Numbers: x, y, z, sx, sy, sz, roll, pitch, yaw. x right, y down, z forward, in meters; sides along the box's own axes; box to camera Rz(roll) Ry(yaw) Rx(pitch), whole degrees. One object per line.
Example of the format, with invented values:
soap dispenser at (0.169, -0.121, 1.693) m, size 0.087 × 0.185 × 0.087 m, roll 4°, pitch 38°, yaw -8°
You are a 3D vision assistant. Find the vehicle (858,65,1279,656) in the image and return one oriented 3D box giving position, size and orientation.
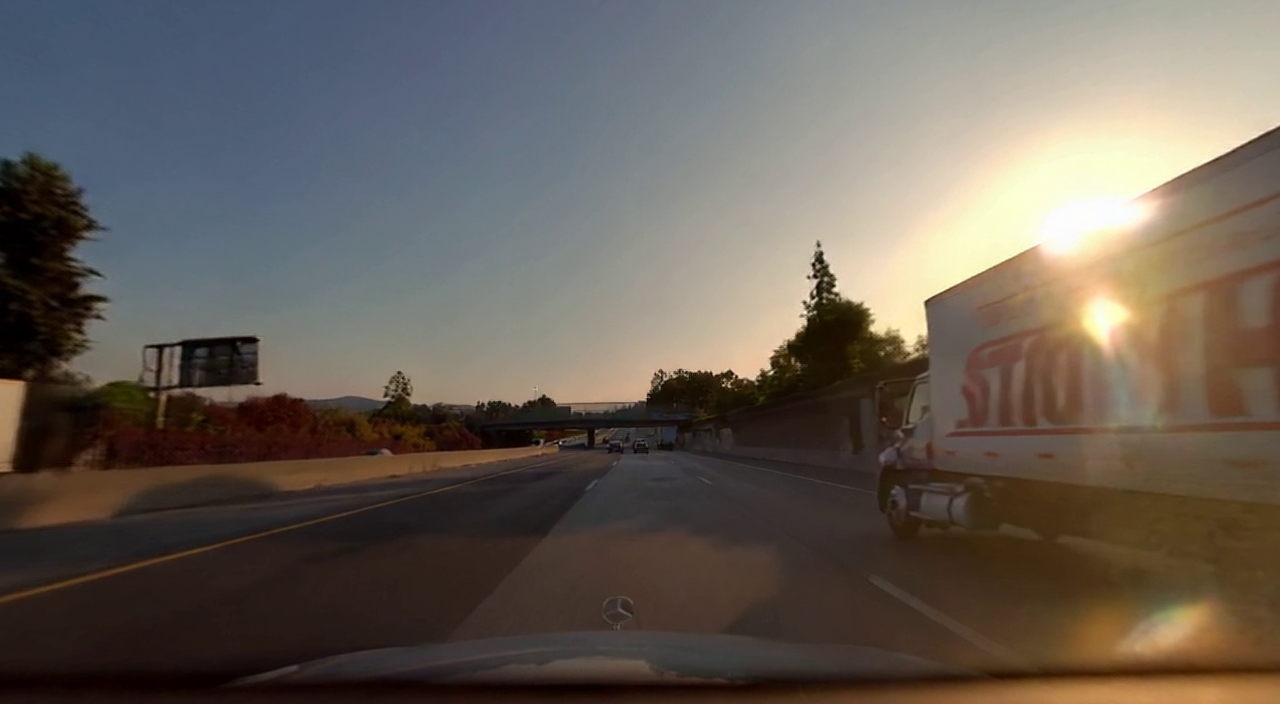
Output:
vehicle at (5.235, 0.219, 4.998) m, size 2.949 × 3.470 × 10.539 m, roll 0°, pitch -8°, yaw -2°

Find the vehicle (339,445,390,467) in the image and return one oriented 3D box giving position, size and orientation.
vehicle at (-20.849, 7.869, 47.845) m, size 1.857 × 1.482 × 4.561 m, roll -1°, pitch -8°, yaw -1°
